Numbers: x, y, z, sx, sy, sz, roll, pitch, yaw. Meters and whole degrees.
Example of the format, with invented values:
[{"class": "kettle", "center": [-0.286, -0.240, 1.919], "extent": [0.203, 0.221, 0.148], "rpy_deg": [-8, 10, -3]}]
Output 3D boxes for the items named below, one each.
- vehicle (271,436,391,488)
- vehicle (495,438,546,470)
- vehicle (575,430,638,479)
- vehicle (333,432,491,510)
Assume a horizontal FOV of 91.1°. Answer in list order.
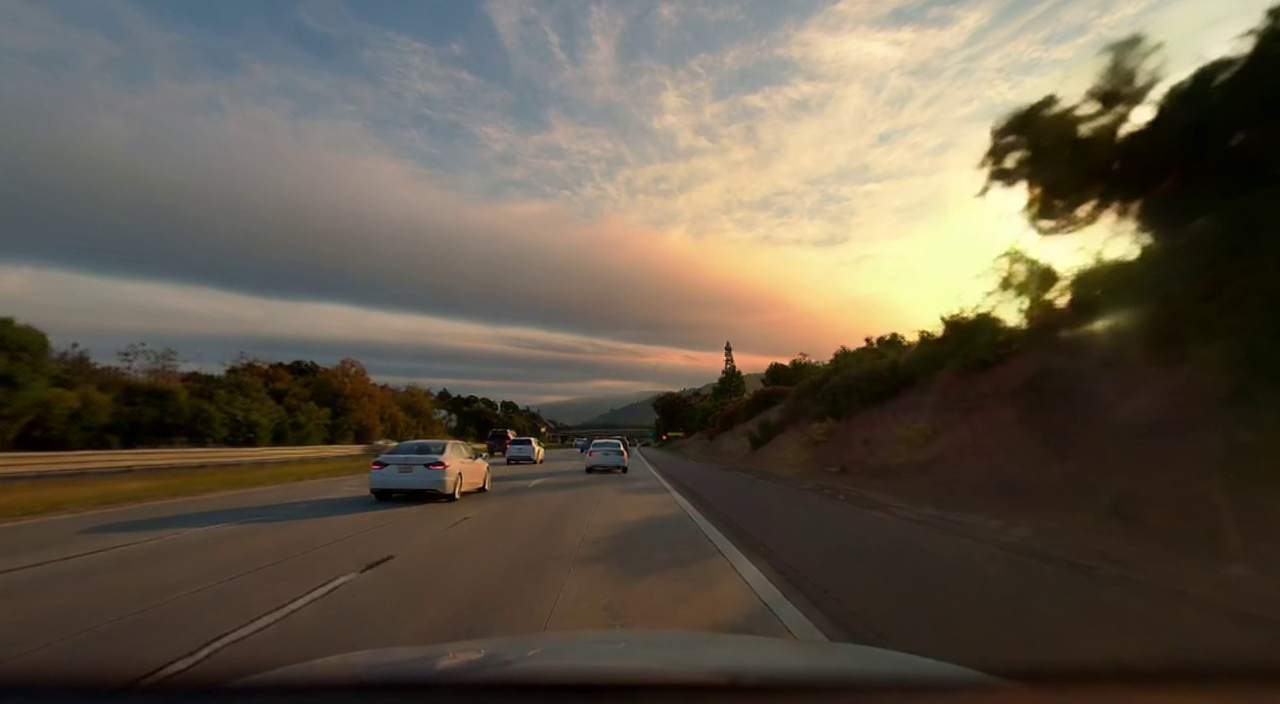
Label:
[{"class": "vehicle", "center": [-9.610, 3.406, 19.913], "extent": [1.850, 1.439, 3.932], "rpy_deg": [0, -8, -1]}, {"class": "vehicle", "center": [-5.748, 4.908, 30.633], "extent": [1.835, 1.432, 3.835], "rpy_deg": [0, -8, -1]}, {"class": "vehicle", "center": [-1.229, 3.798, 23.721], "extent": [2.178, 1.658, 3.916], "rpy_deg": [0, -8, -2]}, {"class": "vehicle", "center": [-4.879, 2.565, 14.239], "extent": [1.971, 1.464, 4.386], "rpy_deg": [0, -8, 0]}]
